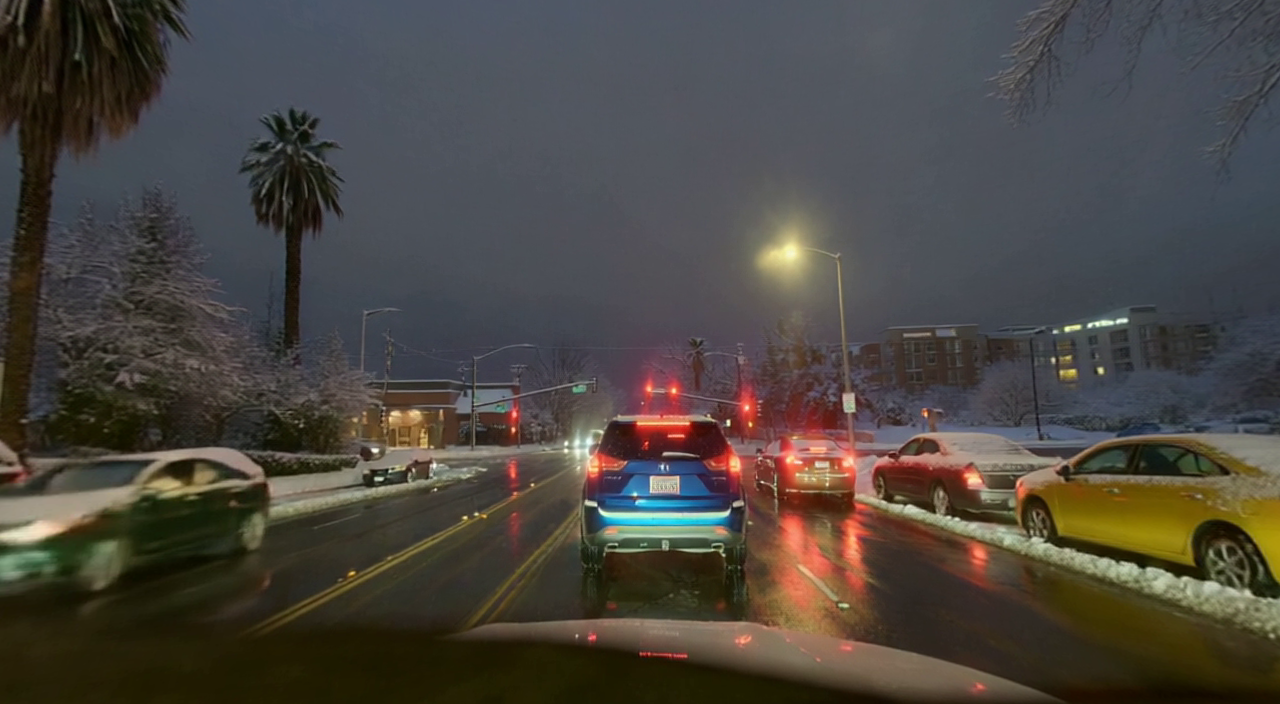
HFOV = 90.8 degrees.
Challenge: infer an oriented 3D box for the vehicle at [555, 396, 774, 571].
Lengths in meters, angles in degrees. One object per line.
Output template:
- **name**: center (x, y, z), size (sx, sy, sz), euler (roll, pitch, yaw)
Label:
- **vehicle**: center (0.282, 1.684, 8.753), size (2.264, 1.798, 4.258), euler (0, -8, 1)

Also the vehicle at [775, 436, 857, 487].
- **vehicle**: center (6.542, 4.094, 23.951), size (1.948, 1.729, 4.023), euler (0, -8, 0)

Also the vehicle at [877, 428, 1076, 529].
- **vehicle**: center (6.688, 2.525, 13.238), size (1.930, 1.736, 4.329), euler (-1, -8, 3)

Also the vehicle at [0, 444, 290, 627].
- **vehicle**: center (-6.217, 1.794, 7.111), size (1.928, 1.475, 4.645), euler (0, -8, 0)

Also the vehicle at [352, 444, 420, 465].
- **vehicle**: center (-18.701, 7.574, 46.679), size (1.759, 1.457, 4.297), euler (-7, -11, 38)

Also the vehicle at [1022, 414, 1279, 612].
- **vehicle**: center (6.457, 1.599, 6.924), size (1.935, 1.672, 4.139), euler (0, -8, 1)
